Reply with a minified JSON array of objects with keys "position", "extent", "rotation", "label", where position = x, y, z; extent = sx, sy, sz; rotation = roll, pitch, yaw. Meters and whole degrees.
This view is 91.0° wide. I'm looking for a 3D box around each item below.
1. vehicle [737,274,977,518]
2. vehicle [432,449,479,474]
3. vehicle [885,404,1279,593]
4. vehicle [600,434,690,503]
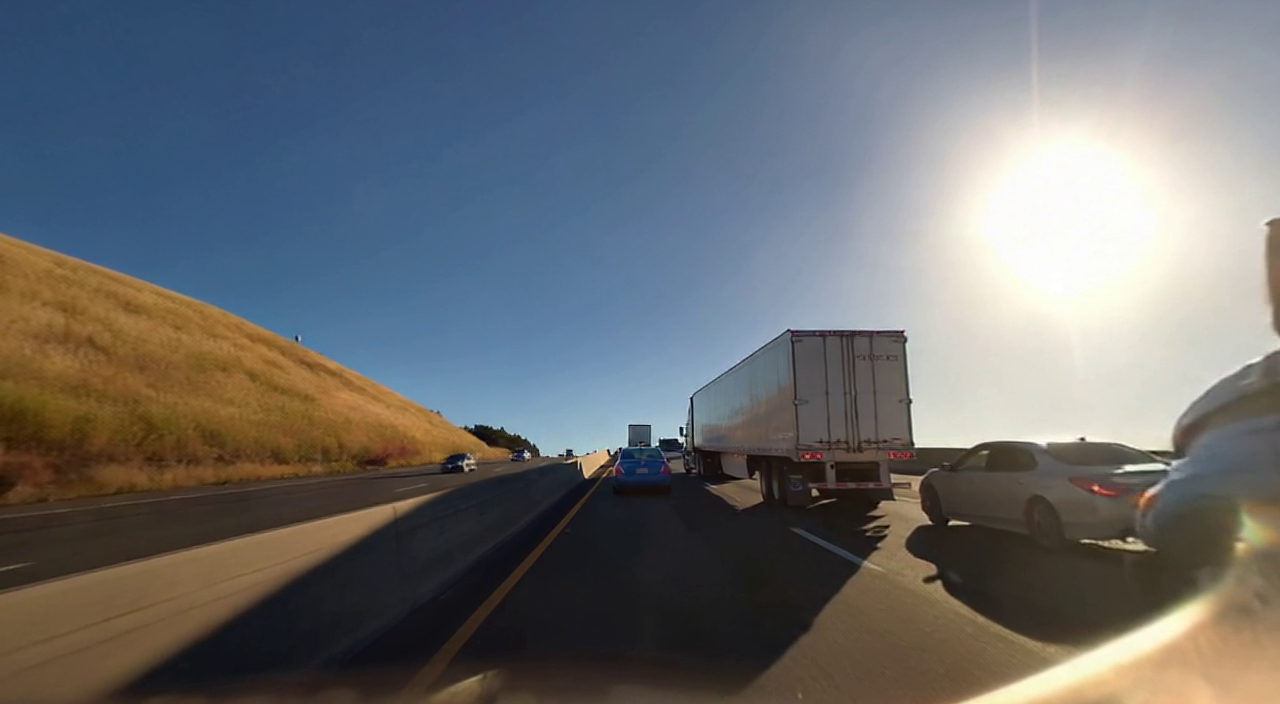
[{"position":[4.453,1.429,15.850],"extent":[3.235,4.197,9.908],"rotation":[-1,-8,5],"label":"vehicle"},{"position":[-11.961,7.103,40.997],"extent":[1.940,1.495,3.889],"rotation":[-1,-8,-1],"label":"vehicle"},{"position":[5.469,1.605,7.970],"extent":[1.888,1.591,4.815],"rotation":[1,-8,-14],"label":"vehicle"},{"position":[0.078,2.919,16.235],"extent":[2.045,1.507,3.763],"rotation":[-1,-8,-1],"label":"vehicle"}]
